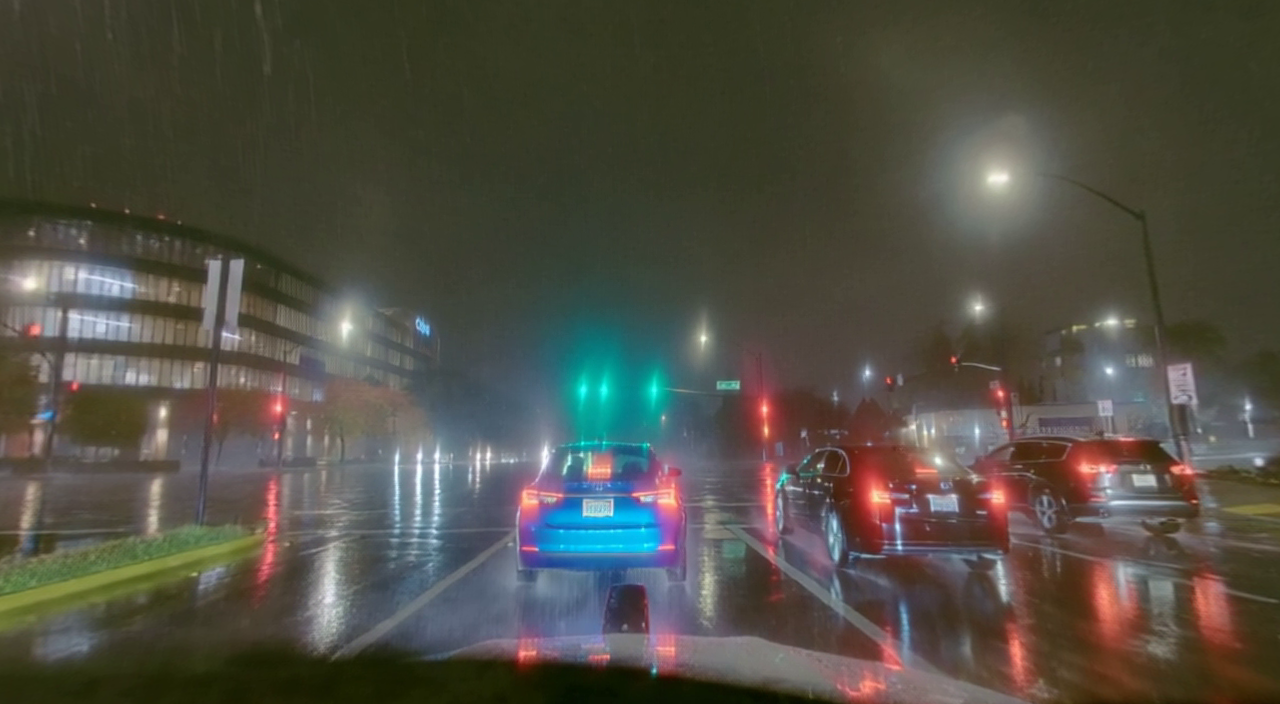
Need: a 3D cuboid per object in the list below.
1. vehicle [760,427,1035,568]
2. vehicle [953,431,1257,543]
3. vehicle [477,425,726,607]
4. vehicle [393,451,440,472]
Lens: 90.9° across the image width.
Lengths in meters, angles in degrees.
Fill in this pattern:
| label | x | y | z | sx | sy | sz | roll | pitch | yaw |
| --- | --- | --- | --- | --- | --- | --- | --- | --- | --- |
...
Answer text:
| label | x | y | z | sx | sy | sz | roll | pitch | yaw |
| --- | --- | --- | --- | --- | --- | --- | --- | --- | --- |
| vehicle | 3.214 | 1.888 | 8.973 | 2.042 | 1.508 | 4.109 | 0 | -8 | -2 |
| vehicle | 7.443 | 2.164 | 10.790 | 1.908 | 1.517 | 4.182 | 0 | -8 | -1 |
| vehicle | -0.369 | 1.653 | 7.291 | 2.059 | 1.477 | 3.988 | 0 | -8 | -1 |
| vehicle | -17.142 | 8.365 | 48.550 | 2.048 | 1.463 | 4.530 | 0 | -8 | -1 |
